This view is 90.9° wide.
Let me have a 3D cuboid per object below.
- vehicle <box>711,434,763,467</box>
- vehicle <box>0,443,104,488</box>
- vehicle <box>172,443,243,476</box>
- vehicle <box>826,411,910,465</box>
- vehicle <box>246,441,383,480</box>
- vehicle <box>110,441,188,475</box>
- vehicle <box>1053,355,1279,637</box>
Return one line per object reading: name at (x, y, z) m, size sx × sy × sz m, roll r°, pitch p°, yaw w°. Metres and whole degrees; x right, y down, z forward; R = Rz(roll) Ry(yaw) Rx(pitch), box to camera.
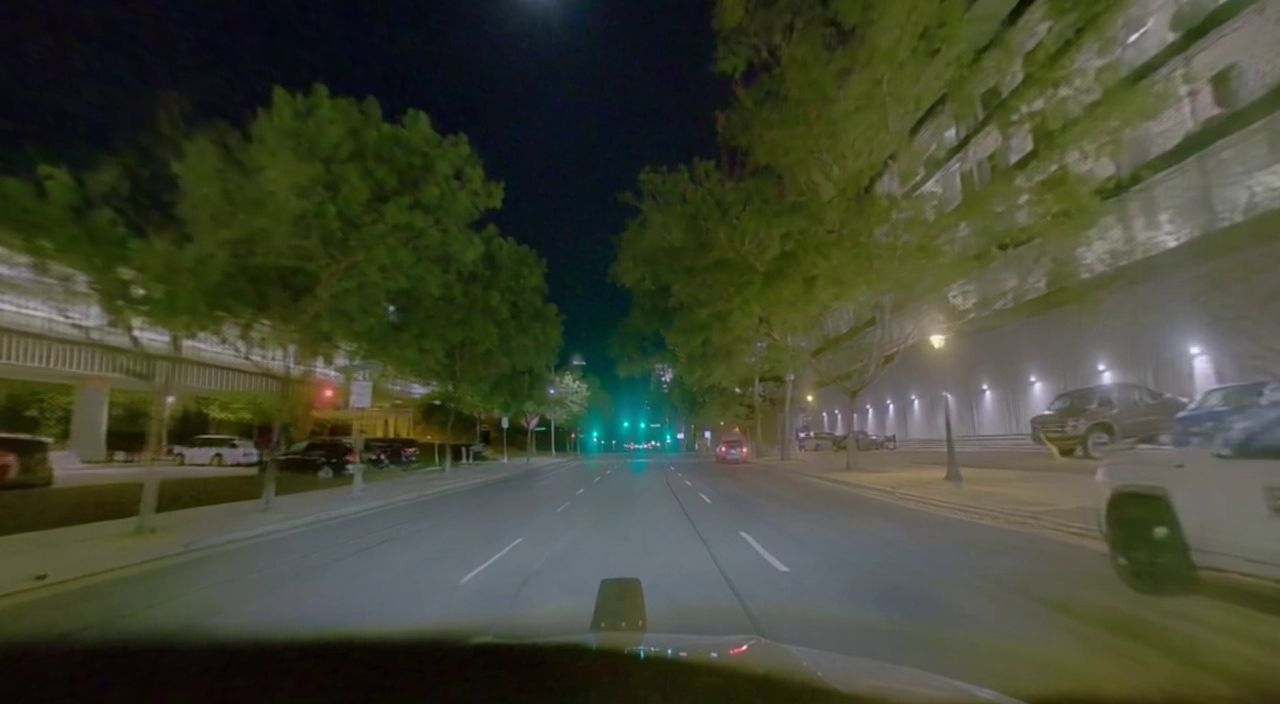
vehicle at (6.041, 6.227, 39.897) m, size 2.338 × 1.942 × 5.267 m, roll 0°, pitch -9°, yaw -1°
vehicle at (-24.659, 4.472, 24.985) m, size 2.032 × 1.686 × 4.652 m, roll -3°, pitch -9°, yaw 19°
vehicle at (-24.631, 6.092, 36.081) m, size 2.026 × 1.723 × 4.633 m, roll 4°, pitch -9°, yaw -18°
vehicle at (13.193, 5.089, 36.965) m, size 2.935 × 2.889 × 5.499 m, roll -1°, pitch -9°, yaw 2°
vehicle at (-14.609, 4.905, 28.572) m, size 4.954 × 1.614 × 2.227 m, roll 0°, pitch -9°, yaw -4°
vehicle at (-27.408, 5.891, 35.364) m, size 2.026 × 1.723 × 4.322 m, roll 3°, pitch -8°, yaw -19°
vehicle at (5.958, 0.957, 3.968) m, size 2.356 × 2.076 × 6.287 m, roll 0°, pitch -9°, yaw -1°
